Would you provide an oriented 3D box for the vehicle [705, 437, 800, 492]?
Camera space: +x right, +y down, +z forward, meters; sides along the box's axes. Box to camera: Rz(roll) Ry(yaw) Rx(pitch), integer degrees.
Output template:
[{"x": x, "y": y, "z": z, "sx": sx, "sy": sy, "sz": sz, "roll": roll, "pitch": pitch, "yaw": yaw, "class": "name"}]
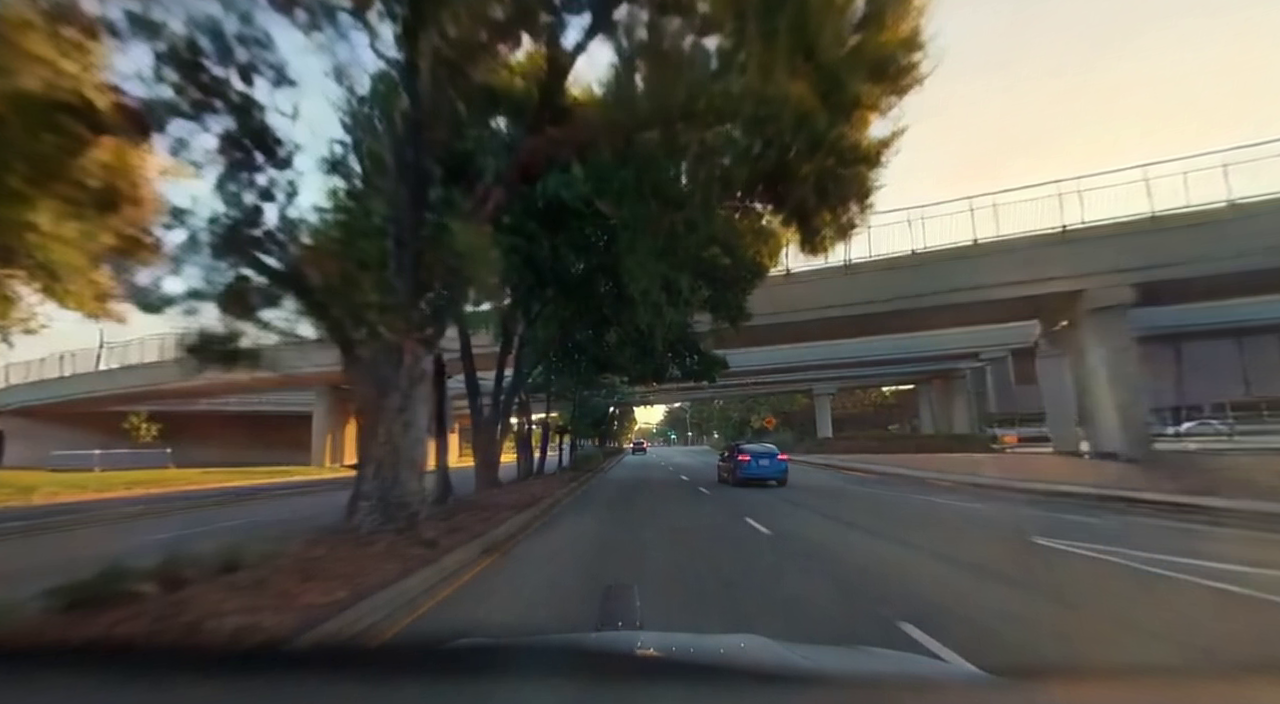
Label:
[{"x": 3.357, "y": 3.459, "z": 19.811, "sx": 2.062, "sy": 1.484, "sz": 4.332, "roll": 0, "pitch": -8, "yaw": -1, "class": "vehicle"}]
